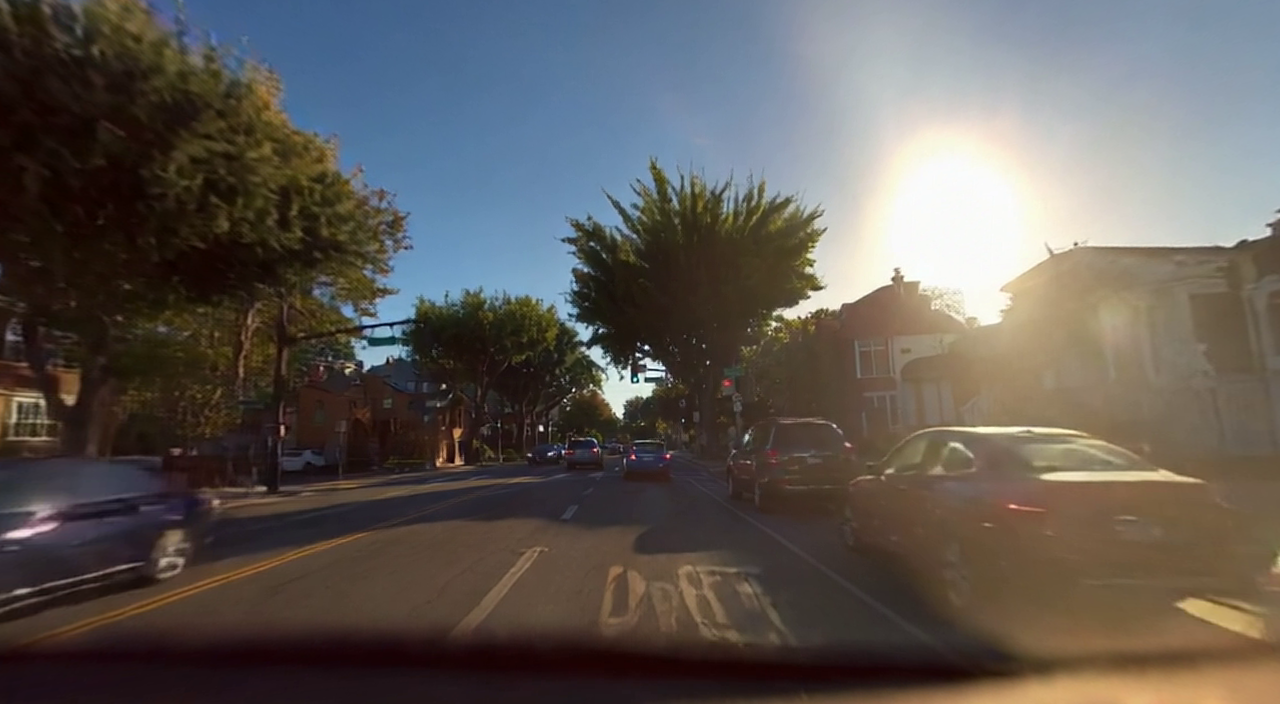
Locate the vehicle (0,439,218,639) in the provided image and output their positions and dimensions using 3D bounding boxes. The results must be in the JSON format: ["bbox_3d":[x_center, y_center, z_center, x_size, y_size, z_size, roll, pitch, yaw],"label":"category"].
[{"bbox_3d":[-5.945,1.455,4.938,2.055,1.521,4.639,0,-8,0],"label":"vehicle"}]

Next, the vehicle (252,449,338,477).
[{"bbox_3d":[-22.857,7.354,41.773,4.537,1.755,1.933,0,-8,0],"label":"vehicle"}]

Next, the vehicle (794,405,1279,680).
[{"bbox_3d":[2.949,1.386,5.846,1.842,1.511,4.565,0,-8,0],"label":"vehicle"}]

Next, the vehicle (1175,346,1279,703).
[{"bbox_3d":[3.032,0.540,0.293,1.905,1.589,4.028,0,-8,-2],"label":"vehicle"}]

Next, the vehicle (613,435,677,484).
[{"bbox_3d":[0.112,3.652,21.769,1.998,1.518,4.015,0,-8,-2],"label":"vehicle"}]

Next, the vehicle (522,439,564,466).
[{"bbox_3d":[-6.275,6.582,41.456,2.048,1.601,5.047,0,-8,-1],"label":"vehicle"}]

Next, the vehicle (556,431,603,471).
[{"bbox_3d":[-2.983,4.953,31.650,1.983,1.841,4.013,0,-8,0],"label":"vehicle"}]
